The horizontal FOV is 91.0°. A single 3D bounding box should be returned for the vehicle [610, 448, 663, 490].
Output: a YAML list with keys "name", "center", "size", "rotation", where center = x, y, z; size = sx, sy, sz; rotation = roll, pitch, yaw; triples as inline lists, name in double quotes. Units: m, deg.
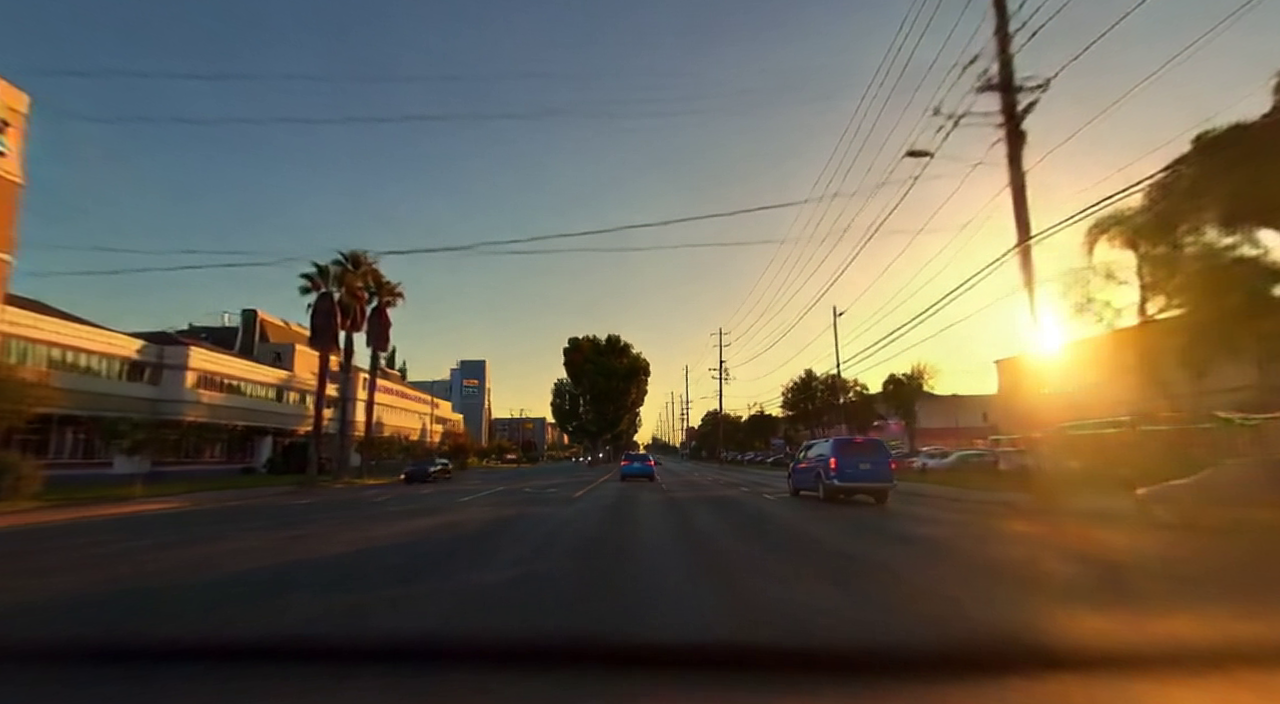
- name: "vehicle"
  center: [-0.166, 5.023, 27.406]
  size: [2.138, 1.672, 4.168]
  rotation: [0, -9, -1]

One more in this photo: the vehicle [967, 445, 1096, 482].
- name: "vehicle"
  center: [17.945, 5.112, 29.018]
  size: [4.490, 1.604, 2.089]
  rotation: [0, -9, 1]

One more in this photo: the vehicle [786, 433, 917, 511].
- name: "vehicle"
  center: [5.806, 3.346, 17.995]
  size: [2.107, 1.928, 4.471]
  rotation: [0, -9, 0]

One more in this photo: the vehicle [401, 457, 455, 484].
- name: "vehicle"
  center: [-14.207, 7.957, 42.449]
  size: [1.997, 1.641, 4.528]
  rotation: [0, -9, 1]

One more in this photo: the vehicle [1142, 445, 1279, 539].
- name: "vehicle"
  center: [11.519, 2.336, 10.663]
  size: [4.400, 1.507, 2.009]
  rotation: [-6, -11, 32]
